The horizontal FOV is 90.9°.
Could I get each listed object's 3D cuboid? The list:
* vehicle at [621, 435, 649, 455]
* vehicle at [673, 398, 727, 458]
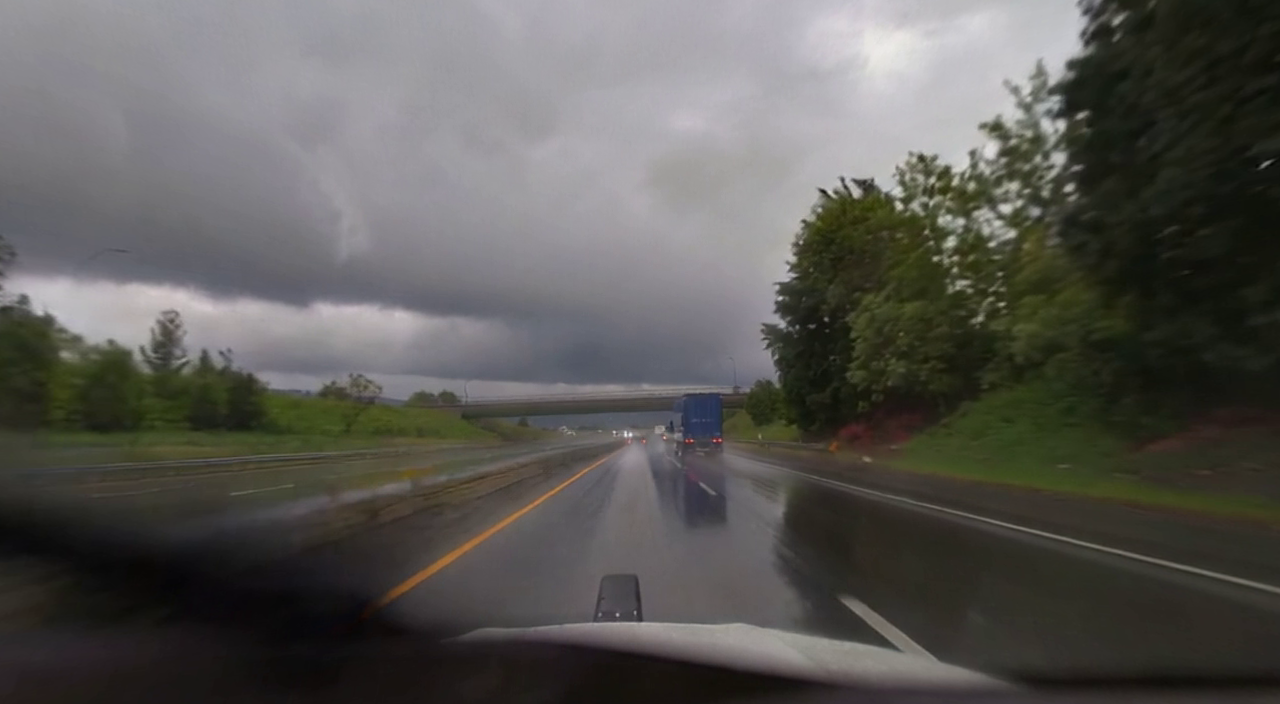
[{"bbox_3d":[-0.361,6.754,45.968,1.996,1.325,4.029,0,-8,0],"label":"vehicle"},{"bbox_3d":[3.602,4.654,38.563,2.913,3.491,2.811,0,-8,-1],"label":"vehicle"}]
